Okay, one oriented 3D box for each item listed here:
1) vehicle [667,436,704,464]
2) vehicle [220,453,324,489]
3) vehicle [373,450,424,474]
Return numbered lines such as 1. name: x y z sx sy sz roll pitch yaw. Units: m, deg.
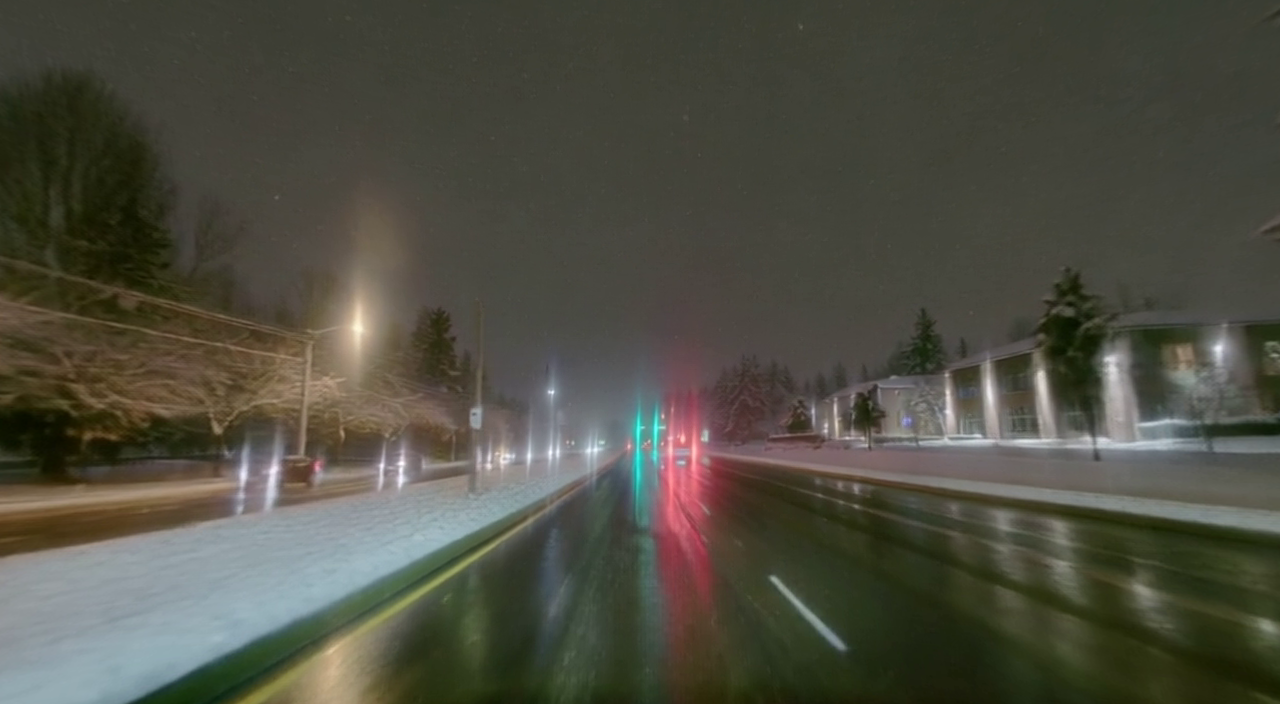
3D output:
1. vehicle: 3.098 6.847 44.097 2.085 1.828 5.383 0 -8 -1
2. vehicle: -16.832 5.440 29.255 1.908 1.445 4.730 0 -8 1
3. vehicle: -16.670 7.570 43.755 1.857 1.519 3.969 0 -8 1
